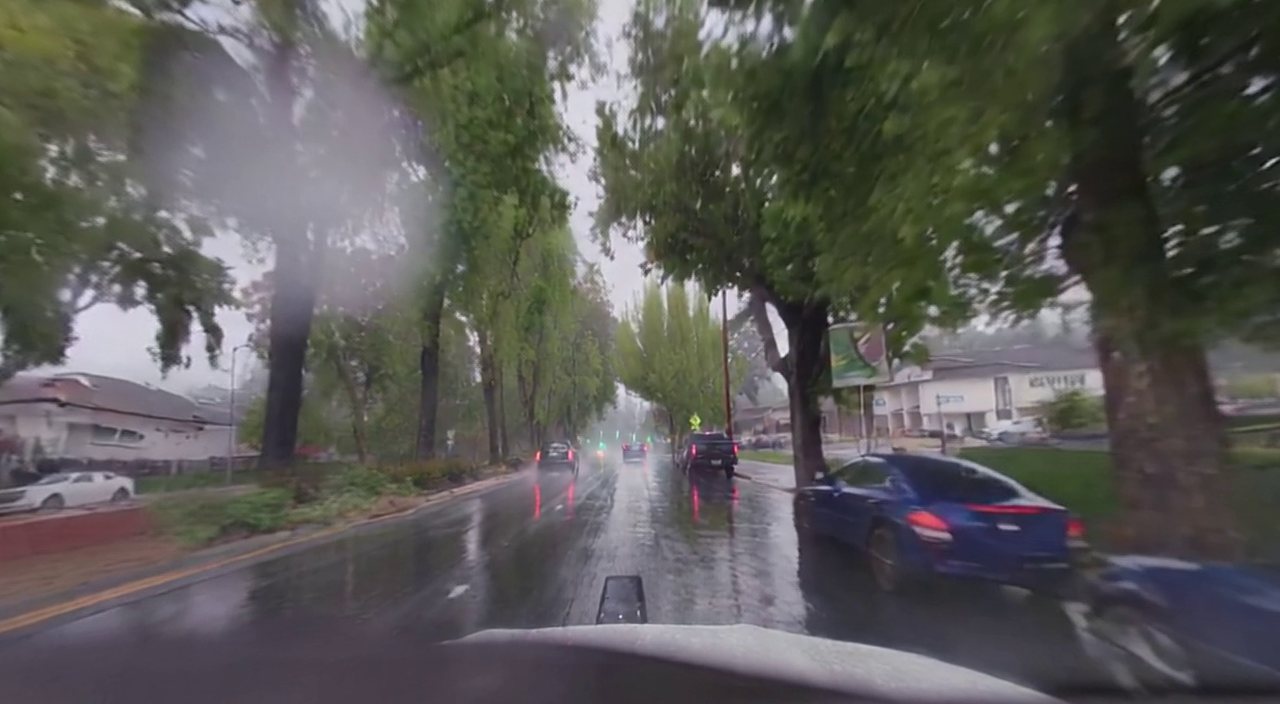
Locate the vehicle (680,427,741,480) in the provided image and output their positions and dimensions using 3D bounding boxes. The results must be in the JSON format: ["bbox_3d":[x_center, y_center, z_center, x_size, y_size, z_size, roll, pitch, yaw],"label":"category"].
[{"bbox_3d":[2.964,4.430,27.667,2.072,2.017,5.590,1,-9,0],"label":"vehicle"}]

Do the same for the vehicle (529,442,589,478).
[{"bbox_3d":[-3.546,4.835,28.416,2.083,1.460,4.527,1,-9,0],"label":"vehicle"}]

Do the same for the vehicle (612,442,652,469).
[{"bbox_3d":[-0.466,6.080,37.146,2.187,1.478,4.138,1,-9,-1],"label":"vehicle"}]

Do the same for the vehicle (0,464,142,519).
[{"bbox_3d":[-19.317,4.592,21.103,1.812,1.499,4.276,1,-9,-2],"label":"vehicle"}]

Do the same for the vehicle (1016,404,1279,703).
[{"bbox_3d":[3.348,0.896,1.734,1.819,1.554,4.638,1,-9,1],"label":"vehicle"}]
